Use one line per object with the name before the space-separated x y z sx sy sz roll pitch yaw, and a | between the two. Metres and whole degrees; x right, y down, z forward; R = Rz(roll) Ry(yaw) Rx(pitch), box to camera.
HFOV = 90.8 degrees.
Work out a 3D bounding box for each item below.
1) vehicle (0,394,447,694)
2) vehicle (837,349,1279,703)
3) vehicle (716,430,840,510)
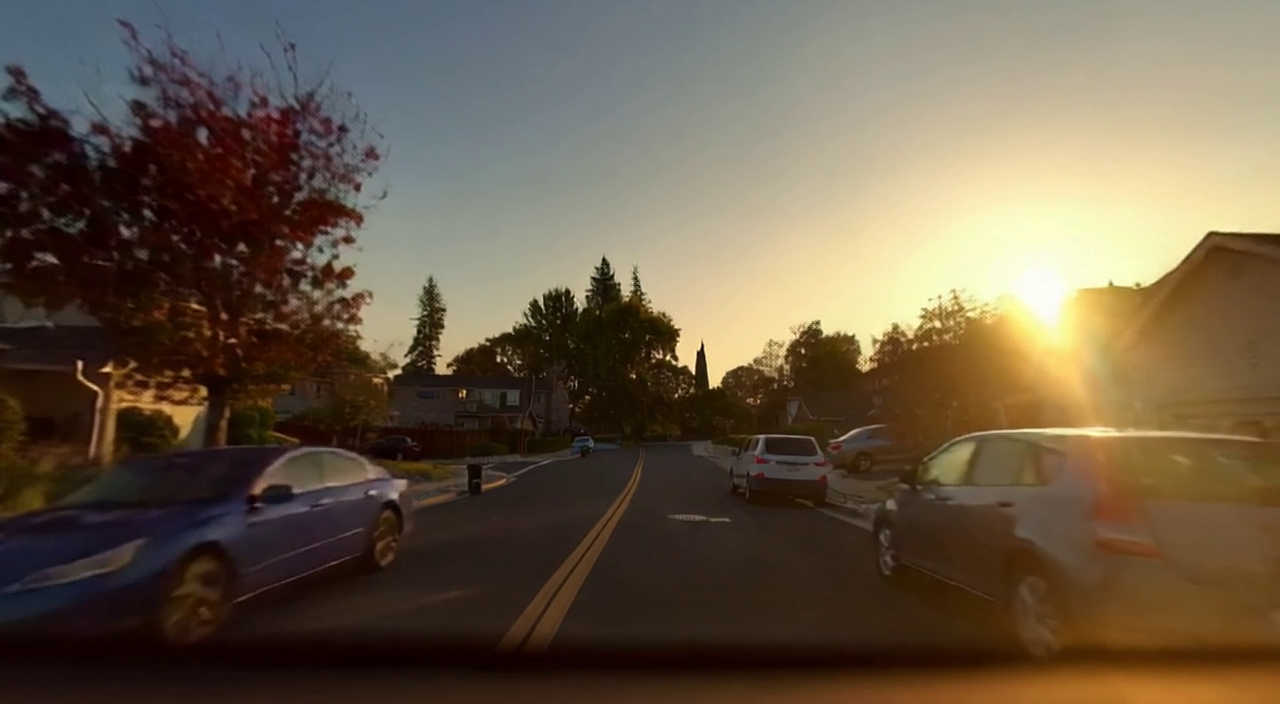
vehicle | -3.979 1.495 6.362 2.278 1.704 5.321 0 -8 1
vehicle | 3.026 1.122 4.505 1.822 1.668 4.147 0 -9 -1
vehicle | 3.248 2.927 16.151 2.074 1.646 5.457 1 -9 1
